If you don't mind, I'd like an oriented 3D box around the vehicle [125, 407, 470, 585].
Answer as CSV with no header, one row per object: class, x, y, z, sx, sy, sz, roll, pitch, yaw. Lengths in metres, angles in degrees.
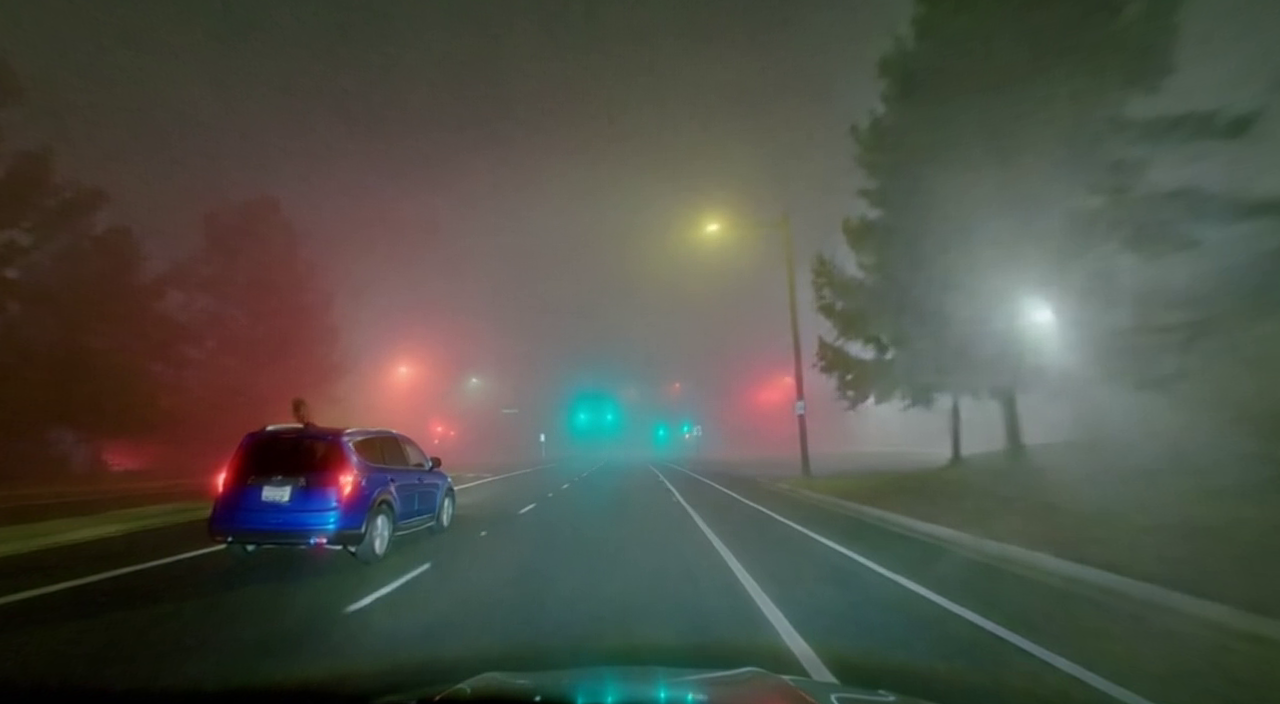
vehicle,-3.953,1.737,8.450,2.121,1.724,4.392,0,-9,0
